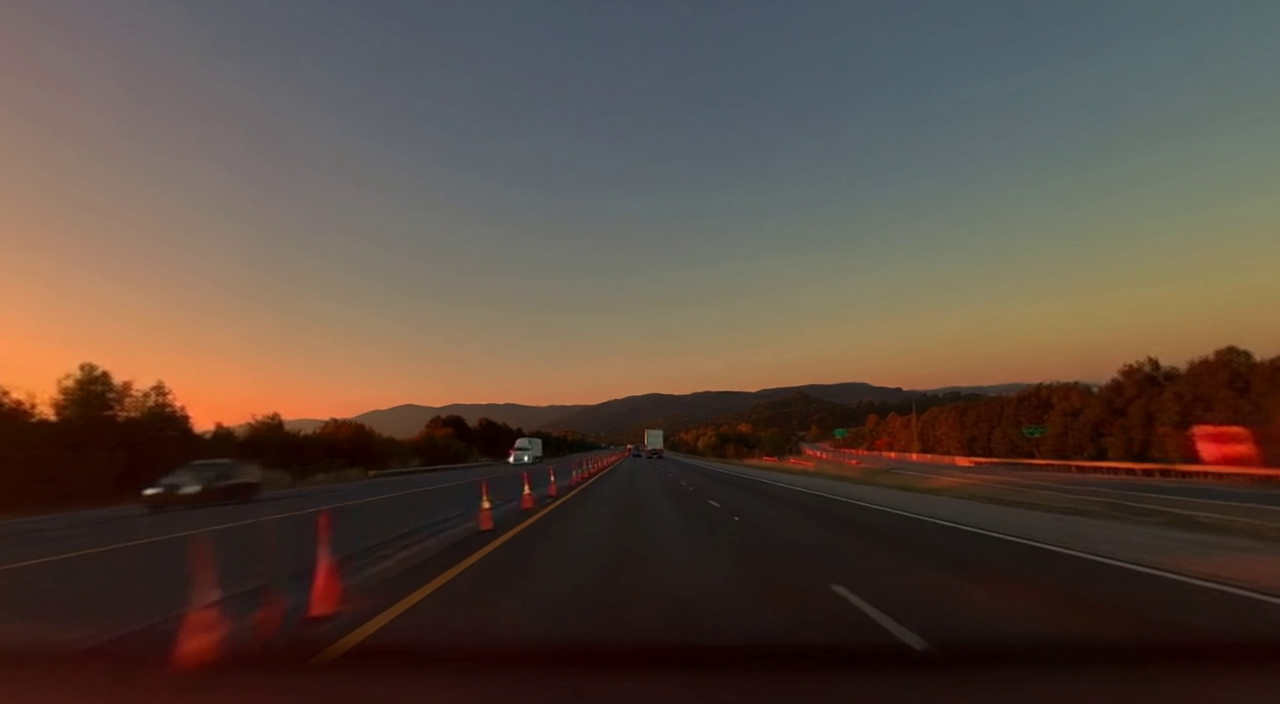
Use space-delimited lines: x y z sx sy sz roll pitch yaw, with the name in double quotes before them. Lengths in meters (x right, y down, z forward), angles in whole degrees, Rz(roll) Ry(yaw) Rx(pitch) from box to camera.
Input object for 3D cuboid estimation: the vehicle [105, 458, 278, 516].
"vehicle" -13.136 3.949 18.918 1.869 1.455 4.529 0 -9 0
